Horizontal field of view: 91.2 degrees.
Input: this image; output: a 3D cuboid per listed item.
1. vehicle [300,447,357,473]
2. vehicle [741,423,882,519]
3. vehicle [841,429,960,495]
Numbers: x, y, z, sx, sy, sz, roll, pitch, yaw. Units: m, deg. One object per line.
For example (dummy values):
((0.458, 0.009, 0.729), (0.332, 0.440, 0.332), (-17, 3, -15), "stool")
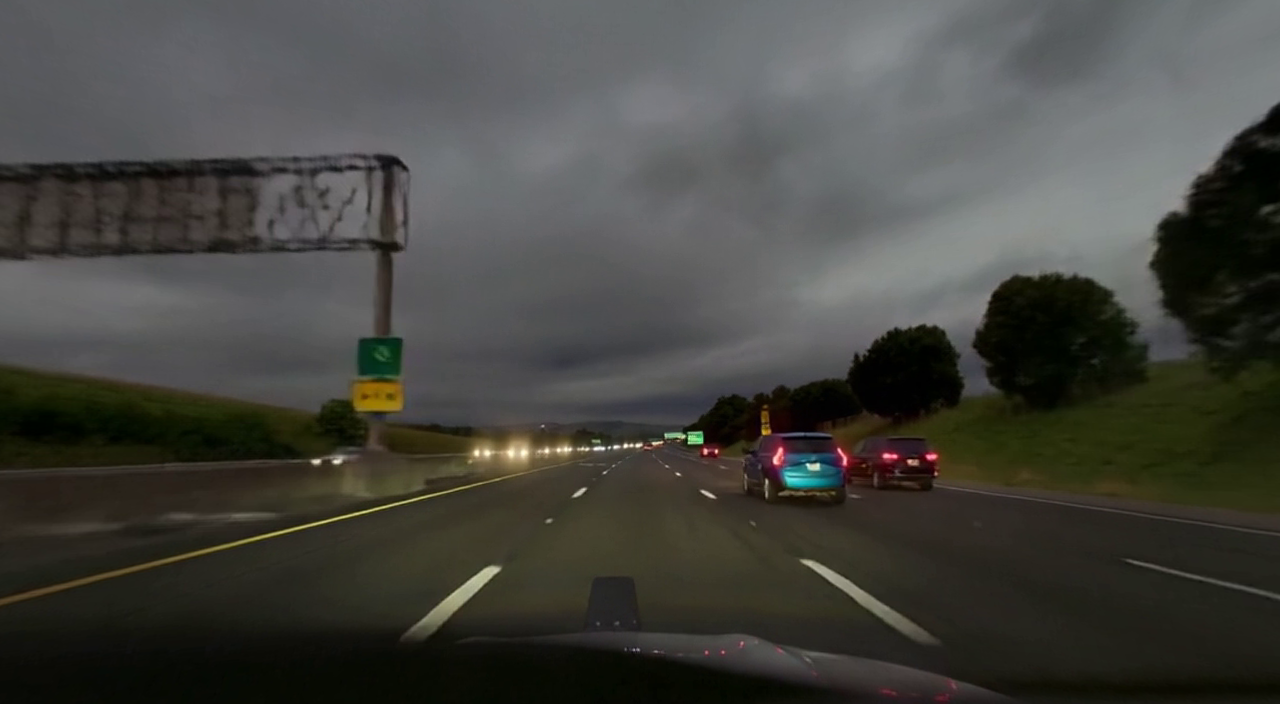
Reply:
((-18.363, 6.364, 37.071), (1.541, 1.411, 3.525), (0, -9, 0), "vehicle")
((3.466, 2.498, 13.573), (1.784, 1.733, 4.141), (0, -9, -1), "vehicle")
((7.890, 3.364, 19.403), (1.898, 1.798, 3.805), (0, -9, -2), "vehicle")
